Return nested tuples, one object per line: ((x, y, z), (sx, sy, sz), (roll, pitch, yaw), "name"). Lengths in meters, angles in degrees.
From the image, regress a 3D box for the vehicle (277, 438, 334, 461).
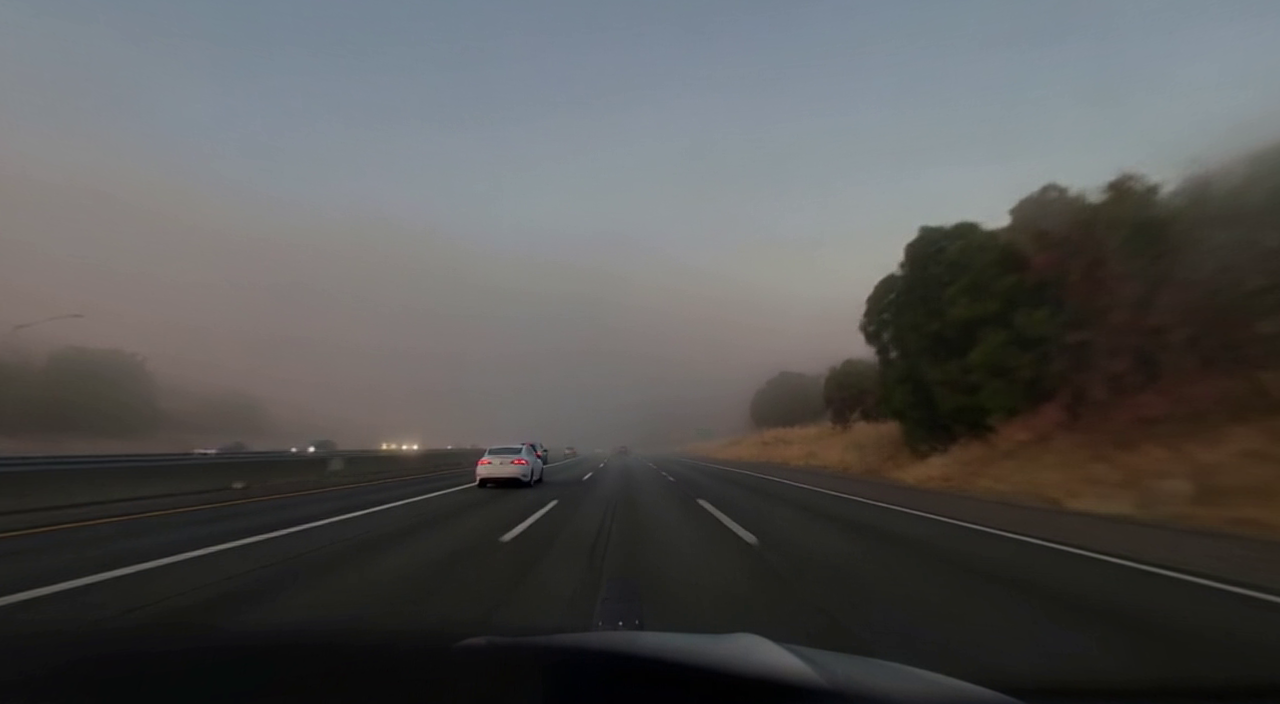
((-25.514, 7.446, 48.362), (1.902, 1.663, 4.507), (0, -9, -1), "vehicle")

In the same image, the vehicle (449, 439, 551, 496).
((-4.112, 3.460, 19.361), (2.073, 1.516, 4.478), (0, -9, 0), "vehicle")

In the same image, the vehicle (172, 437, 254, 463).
((-29.440, 6.764, 43.779), (2.245, 1.692, 4.979), (0, -9, -1), "vehicle")
